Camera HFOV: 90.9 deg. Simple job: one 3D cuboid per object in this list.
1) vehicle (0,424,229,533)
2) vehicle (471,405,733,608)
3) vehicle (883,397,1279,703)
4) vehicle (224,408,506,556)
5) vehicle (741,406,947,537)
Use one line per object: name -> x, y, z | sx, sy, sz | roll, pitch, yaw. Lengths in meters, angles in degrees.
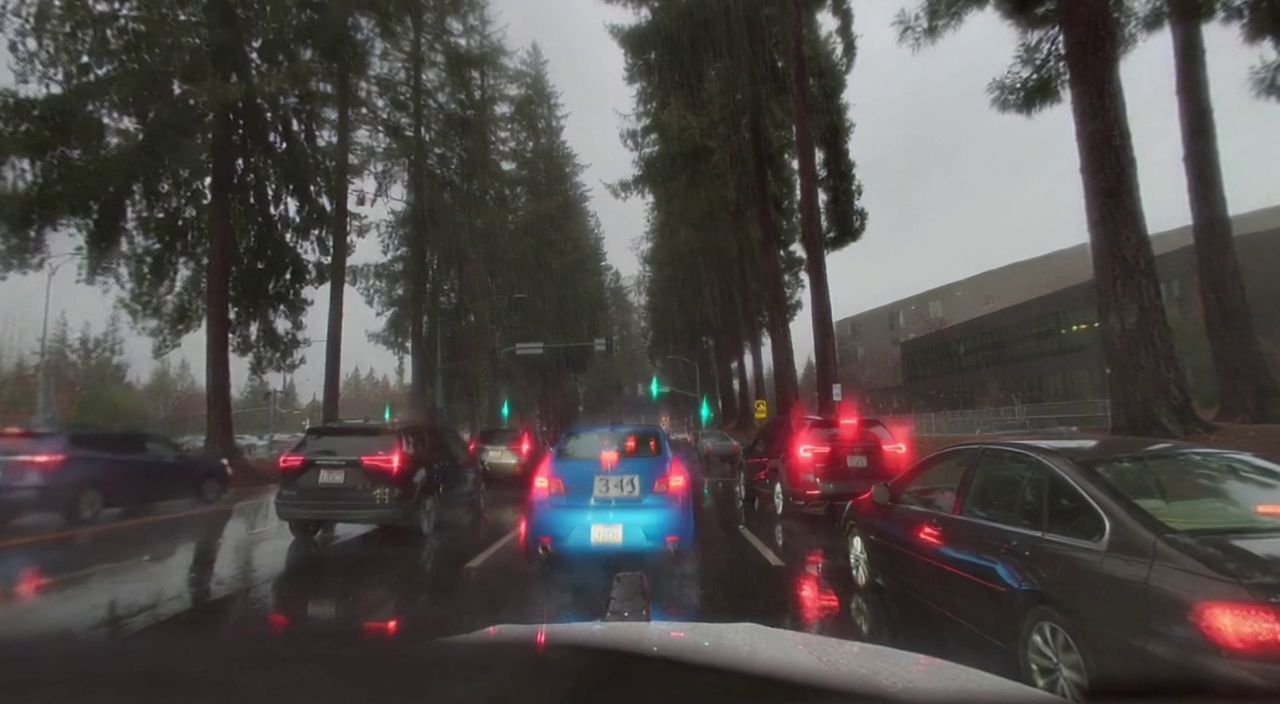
vehicle -> -10.440, 2.314, 12.159 | 1.938, 1.682, 4.498 | 0, -8, 0
vehicle -> -0.356, 1.584, 7.418 | 2.114, 1.631, 4.459 | 0, -8, -1
vehicle -> 3.236, 1.068, 3.366 | 2.045, 1.459, 4.462 | 0, -8, -1
vehicle -> -3.761, 1.886, 9.889 | 2.141, 1.718, 4.809 | 0, -8, 1
vehicle -> 3.337, 2.085, 11.536 | 2.117, 1.879, 4.715 | 0, -8, -1
